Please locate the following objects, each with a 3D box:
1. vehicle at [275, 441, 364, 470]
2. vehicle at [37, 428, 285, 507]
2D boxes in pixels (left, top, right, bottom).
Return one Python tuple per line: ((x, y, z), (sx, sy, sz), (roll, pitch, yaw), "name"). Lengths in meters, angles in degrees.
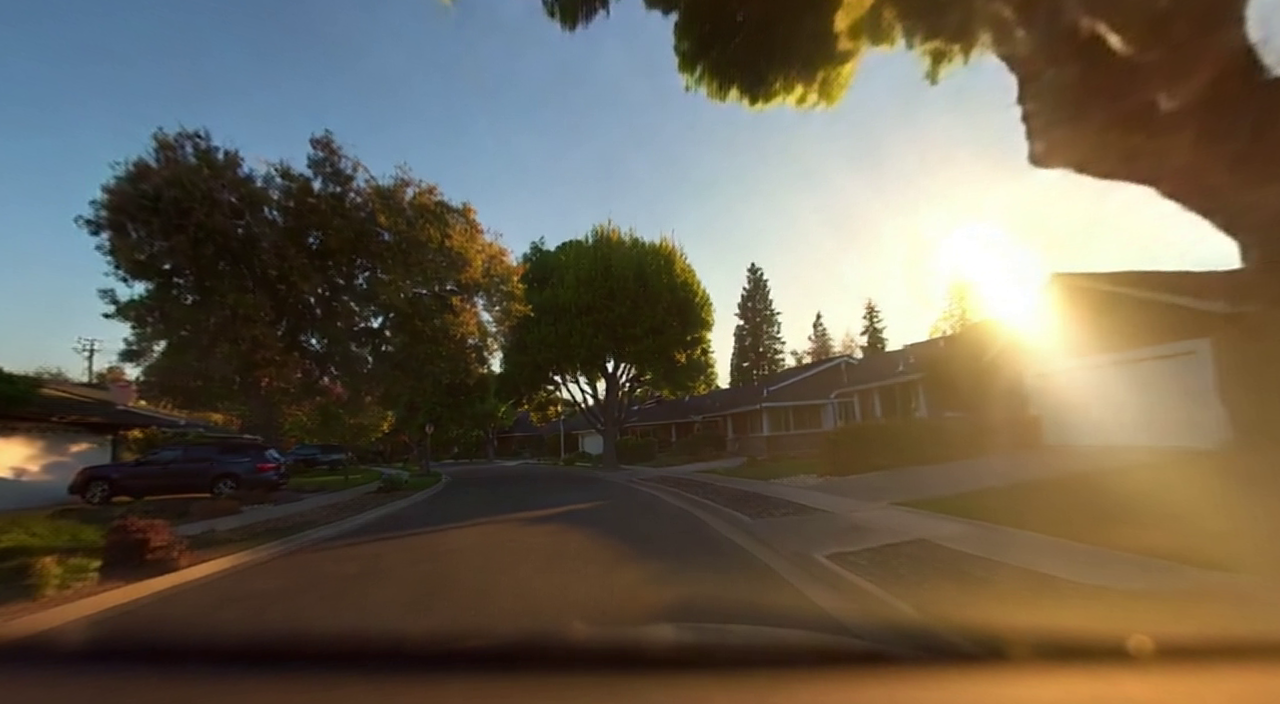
((-19.457, 6.298, 38.493), (4.471, 1.638, 1.877), (2, -8, -17), "vehicle")
((-12.699, 3.065, 17.194), (4.961, 1.757, 1.971), (1, -8, -21), "vehicle")
